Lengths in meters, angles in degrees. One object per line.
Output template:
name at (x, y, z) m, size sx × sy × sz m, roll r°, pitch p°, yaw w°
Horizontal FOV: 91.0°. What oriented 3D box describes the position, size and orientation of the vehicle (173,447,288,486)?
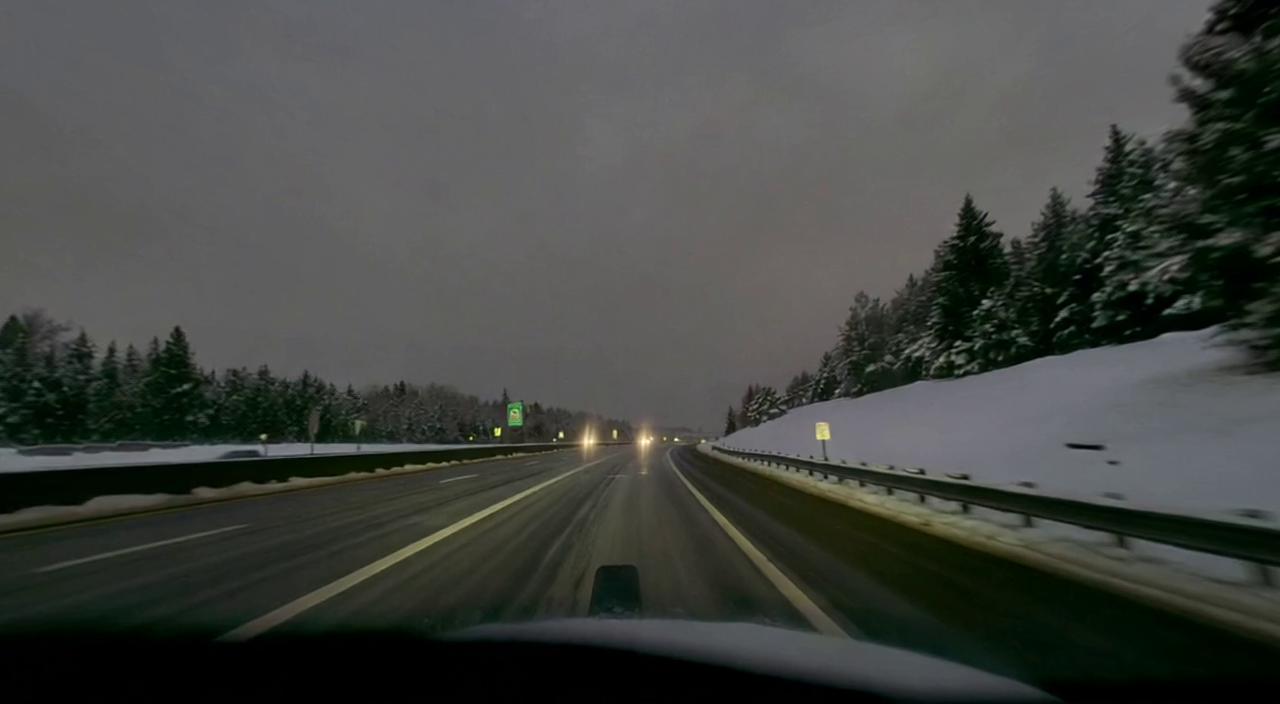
vehicle at (-16.729, 4.652, 26.010) m, size 1.778 × 1.420 × 4.352 m, roll 0°, pitch -8°, yaw 0°
